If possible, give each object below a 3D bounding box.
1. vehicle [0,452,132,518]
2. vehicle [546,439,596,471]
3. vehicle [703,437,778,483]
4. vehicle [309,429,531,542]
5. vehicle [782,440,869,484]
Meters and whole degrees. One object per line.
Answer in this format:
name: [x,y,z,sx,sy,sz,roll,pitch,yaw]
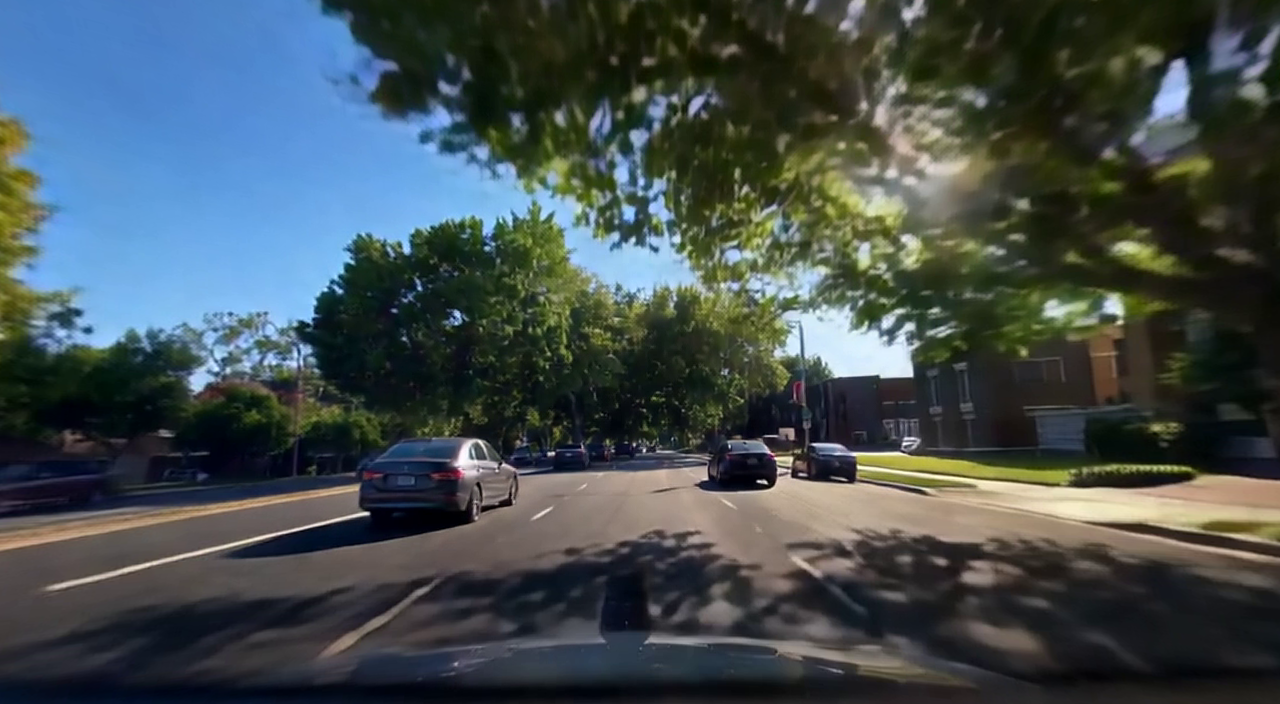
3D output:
vehicle: [-18.907,4.031,19.539,2.033,1.795,5.027,0,-8,0]
vehicle: [-3.484,5.319,32.737,1.988,1.497,4.404,0,-8,2]
vehicle: [3.565,3.921,23.169,2.010,1.486,4.498,0,-8,0]
vehicle: [-3.315,2.096,10.621,2.053,1.480,4.381,0,-8,2]
vehicle: [6.658,3.971,23.119,1.912,1.433,4.265,0,-8,0]
